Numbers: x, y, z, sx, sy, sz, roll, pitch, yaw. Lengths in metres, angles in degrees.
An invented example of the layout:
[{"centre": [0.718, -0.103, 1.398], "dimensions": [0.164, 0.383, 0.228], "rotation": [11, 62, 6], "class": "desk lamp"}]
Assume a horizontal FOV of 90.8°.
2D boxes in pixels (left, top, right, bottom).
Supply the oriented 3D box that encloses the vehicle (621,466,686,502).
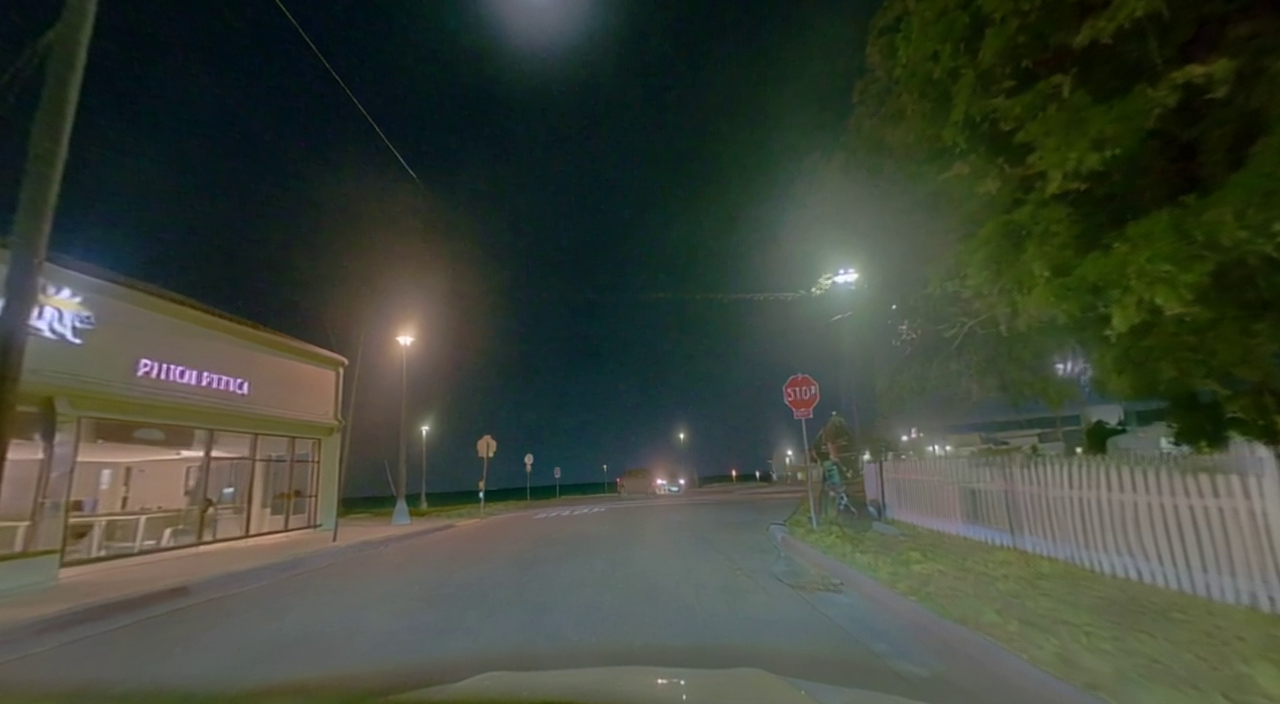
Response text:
[{"centre": [0.562, 6.563, 31.877], "dimensions": [2.112, 1.479, 5.323], "rotation": [2, -9, -12], "class": "vehicle"}]
